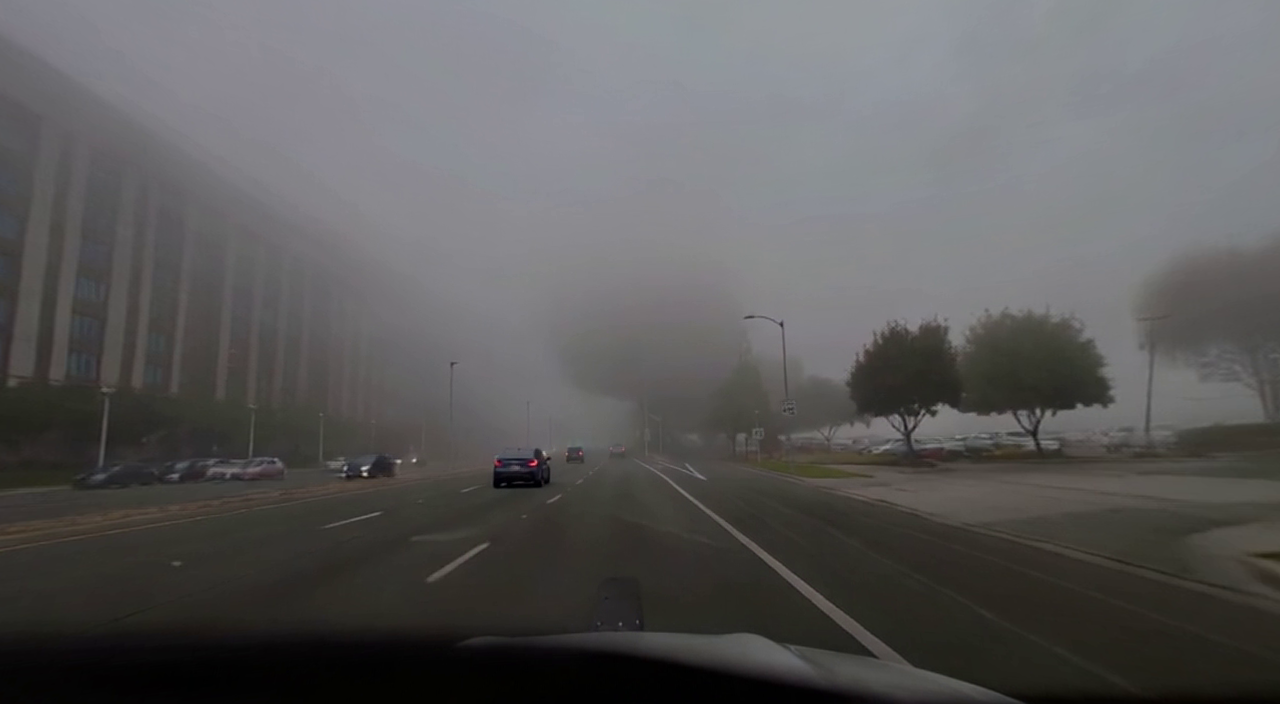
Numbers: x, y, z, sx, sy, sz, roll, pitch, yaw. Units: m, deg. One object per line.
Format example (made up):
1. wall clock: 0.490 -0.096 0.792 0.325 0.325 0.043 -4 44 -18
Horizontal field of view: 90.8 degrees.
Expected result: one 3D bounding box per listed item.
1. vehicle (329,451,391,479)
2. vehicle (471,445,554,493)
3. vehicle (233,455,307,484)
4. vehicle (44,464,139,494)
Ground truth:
1. vehicle: -19.236 7.739 43.658 2.121 1.682 4.696 -2 -8 1
2. vehicle: -4.279 3.967 21.953 2.025 1.474 4.292 0 -8 0
3. vehicle: -22.982 7.310 39.458 1.891 1.625 4.366 0 -8 1
4. vehicle: -33.274 7.710 38.531 1.885 1.538 4.642 0 -8 -4
